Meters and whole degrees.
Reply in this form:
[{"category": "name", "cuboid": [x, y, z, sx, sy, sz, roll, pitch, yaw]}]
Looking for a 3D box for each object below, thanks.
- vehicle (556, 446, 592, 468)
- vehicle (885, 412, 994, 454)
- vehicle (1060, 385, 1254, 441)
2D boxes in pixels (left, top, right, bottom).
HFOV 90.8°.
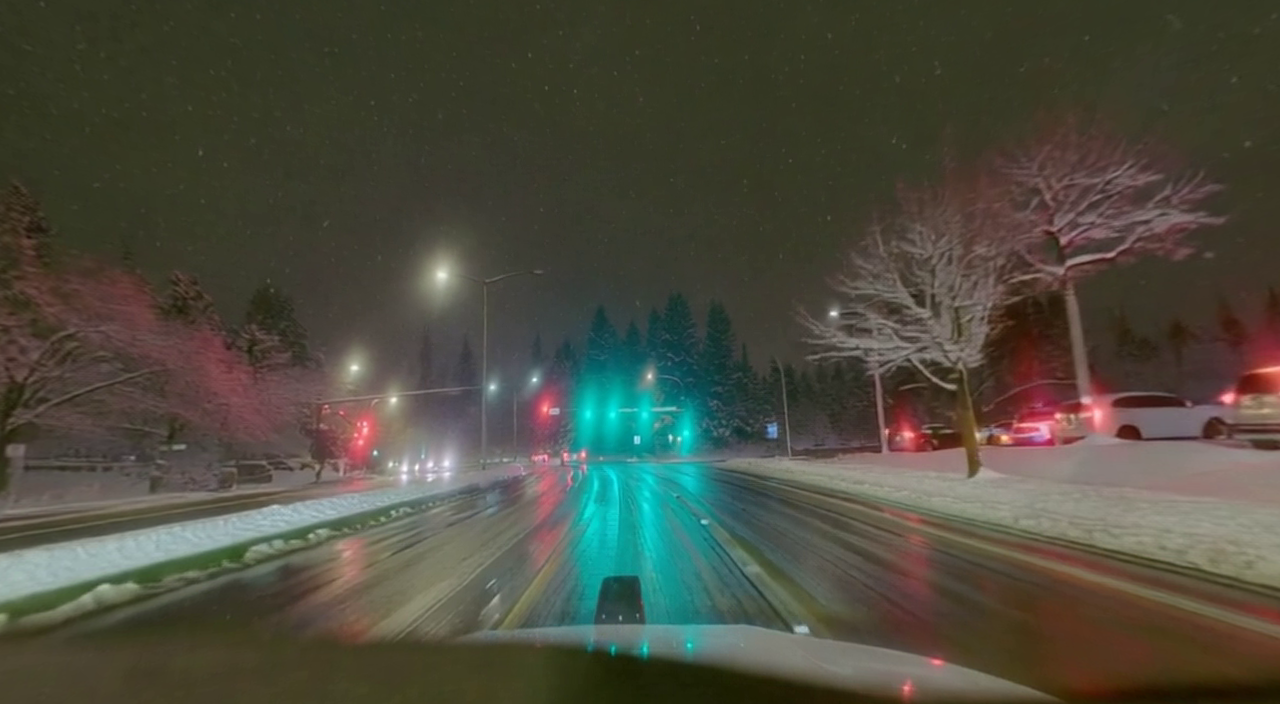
[{"category": "vehicle", "cuboid": [-5.203, 8.115, 49.151, 2.197, 1.642, 4.312, 2, -9, -13]}, {"category": "vehicle", "cuboid": [16.731, 4.543, 35.544, 4.922, 1.749, 2.145, -7, -7, 3]}, {"category": "vehicle", "cuboid": [15.967, 1.934, 19.702, 4.297, 1.632, 1.977, 0, -8, -1]}]
